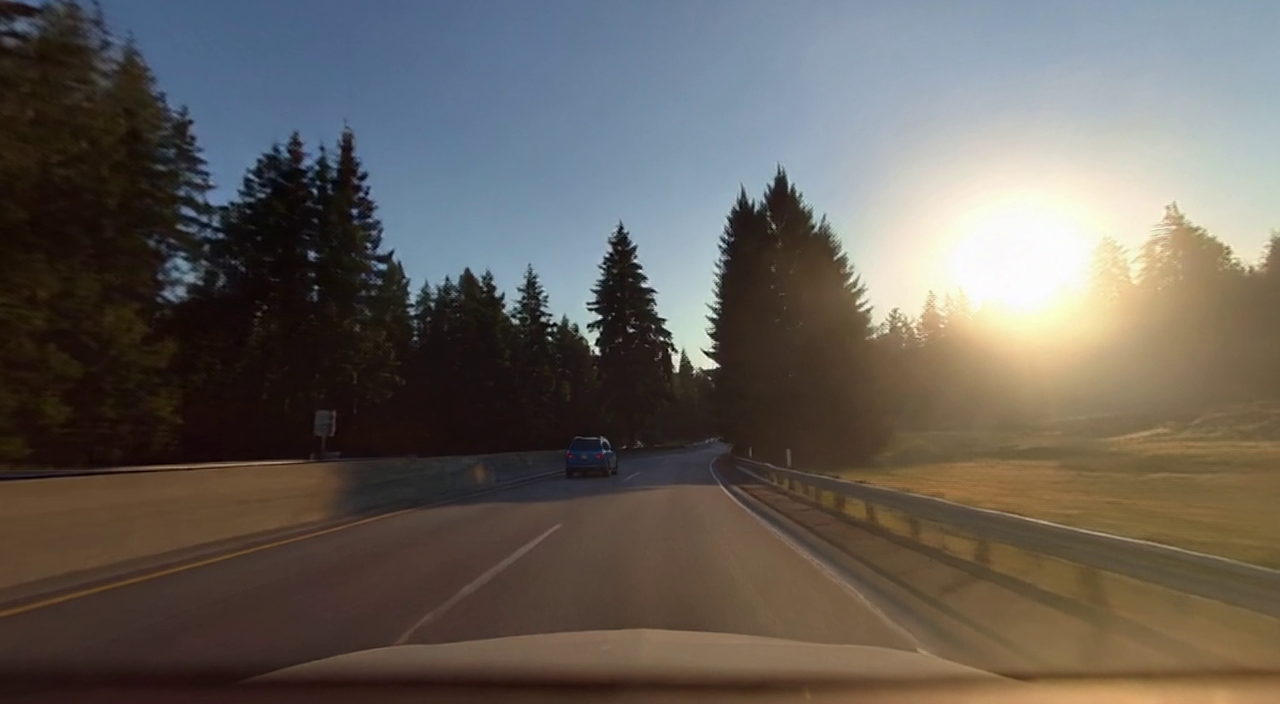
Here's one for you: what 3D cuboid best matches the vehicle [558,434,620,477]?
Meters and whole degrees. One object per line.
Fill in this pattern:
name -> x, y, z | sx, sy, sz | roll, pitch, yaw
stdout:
vehicle -> -2.169, 4.604, 28.236 | 2.005, 1.752, 4.479 | -1, -8, 5
